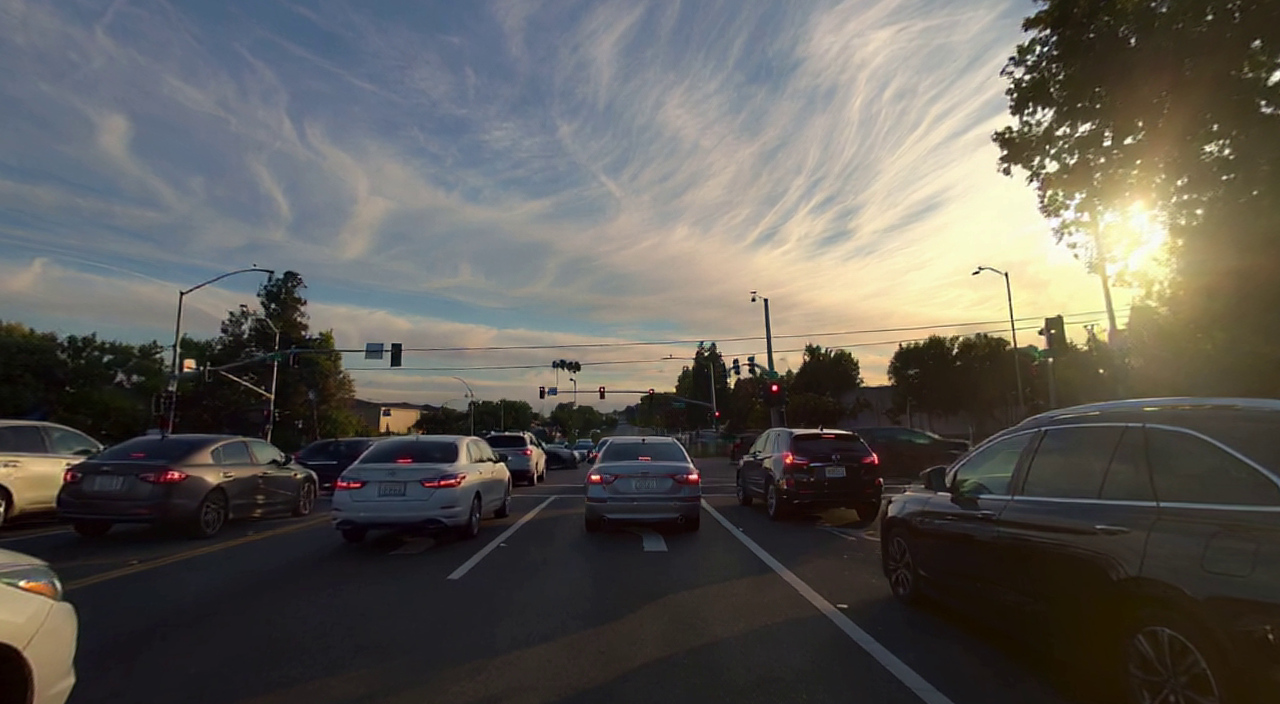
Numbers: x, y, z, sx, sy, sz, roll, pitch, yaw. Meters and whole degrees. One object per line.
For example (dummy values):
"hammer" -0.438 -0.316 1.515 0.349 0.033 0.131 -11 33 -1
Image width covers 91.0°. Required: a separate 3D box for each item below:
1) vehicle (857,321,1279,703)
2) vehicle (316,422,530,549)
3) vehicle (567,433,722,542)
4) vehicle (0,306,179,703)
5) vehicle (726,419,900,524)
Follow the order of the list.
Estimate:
"vehicle" 3.147 0.987 3.746 2.074 1.685 4.387 0 -8 -1
"vehicle" -3.068 1.973 10.014 1.896 1.546 4.378 0 -8 -1
"vehicle" -0.006 2.101 10.420 2.076 1.438 3.770 0 -8 -2
"vehicle" -3.207 0.496 0.605 2.079 1.756 4.676 0 -8 -2
"vehicle" 3.075 2.228 12.248 2.106 1.667 4.101 0 -8 -1
